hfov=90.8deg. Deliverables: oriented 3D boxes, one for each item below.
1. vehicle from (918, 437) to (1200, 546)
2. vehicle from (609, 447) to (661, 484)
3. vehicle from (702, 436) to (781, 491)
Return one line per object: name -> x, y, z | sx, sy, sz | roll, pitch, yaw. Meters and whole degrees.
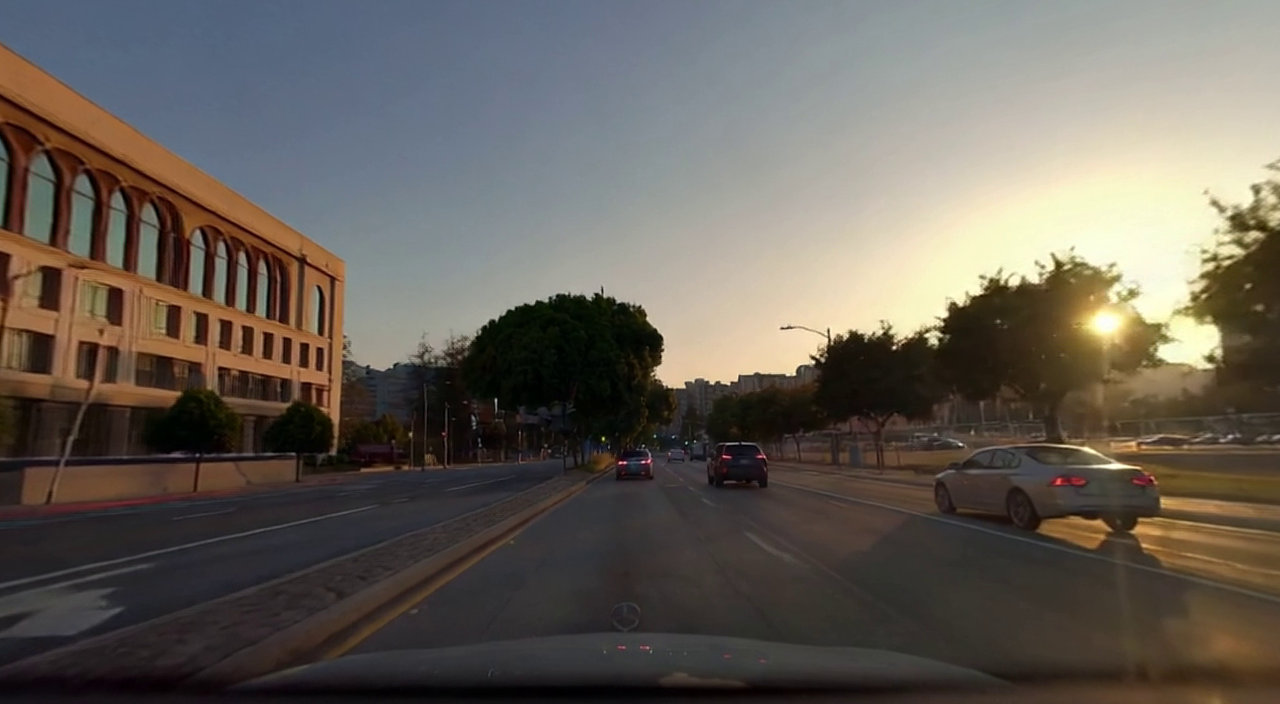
vehicle -> 6.760, 2.259, 10.931 | 1.868, 1.472, 4.274 | 0, -9, -1
vehicle -> -0.213, 4.767, 26.849 | 2.054, 1.446, 3.969 | 0, -9, -1
vehicle -> 3.543, 3.967, 22.834 | 2.036, 1.757, 4.300 | 0, -9, -1
